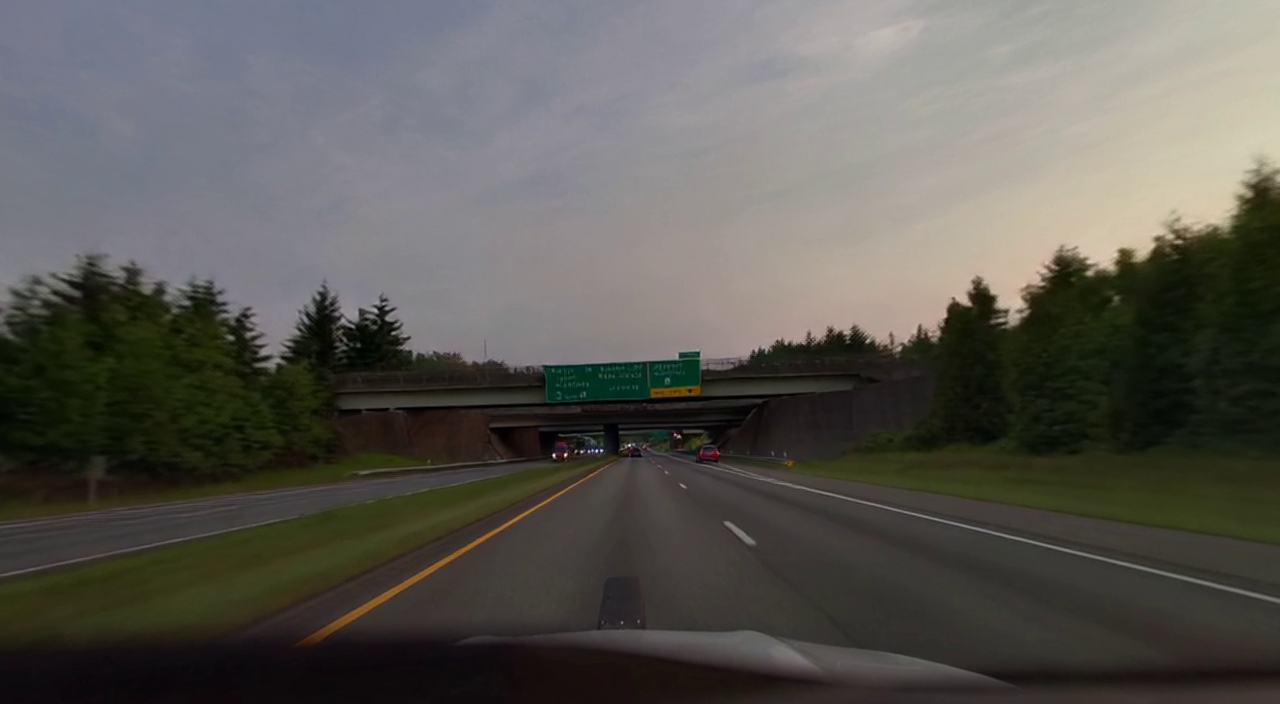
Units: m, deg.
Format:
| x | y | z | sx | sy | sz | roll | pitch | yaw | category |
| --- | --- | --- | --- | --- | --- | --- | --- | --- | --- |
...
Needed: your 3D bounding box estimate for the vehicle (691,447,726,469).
| x | y | z | sx | sy | sz | roll | pitch | yaw | category |
| --- | --- | --- | --- | --- | --- | --- | --- | --- | --- |
| 4.794 | 7.443 | 44.469 | 1.987 | 1.473 | 4.244 | 0 | -9 | 0 | vehicle |
